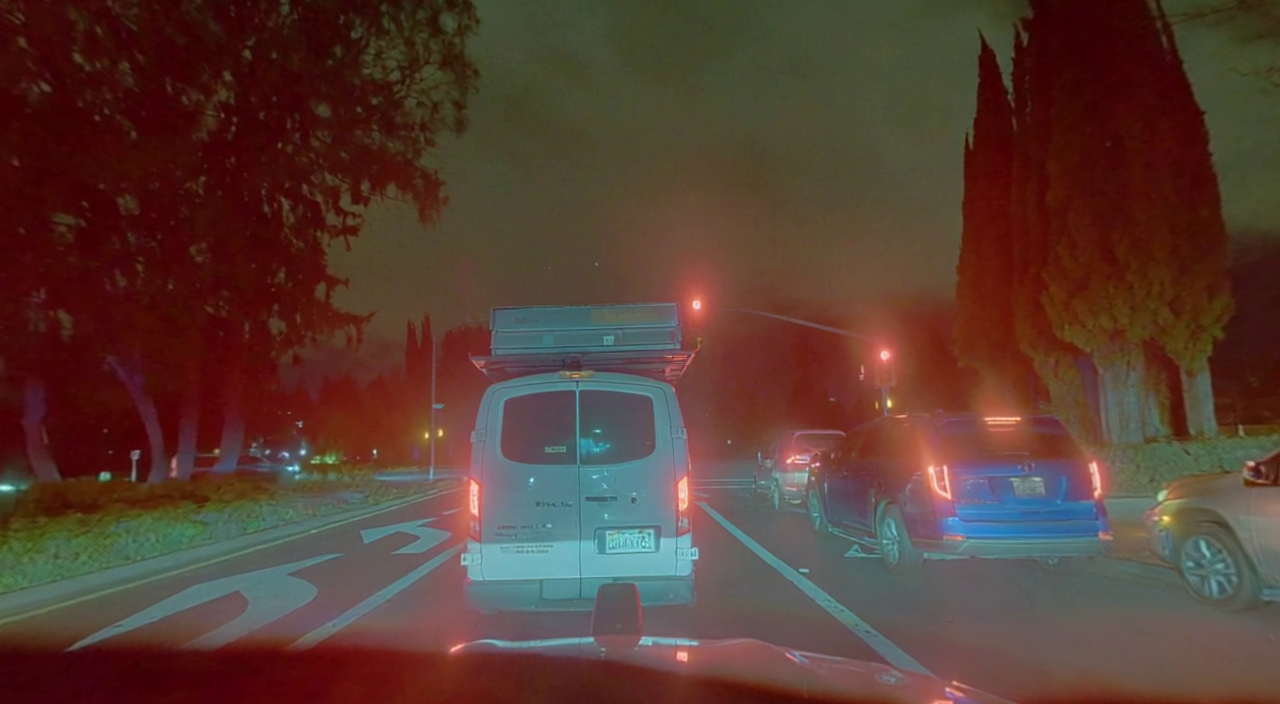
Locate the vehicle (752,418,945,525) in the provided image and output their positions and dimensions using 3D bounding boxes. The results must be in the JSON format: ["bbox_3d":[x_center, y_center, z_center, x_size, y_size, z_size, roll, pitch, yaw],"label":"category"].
[{"bbox_3d":[3.718,2.224,12.269,2.024,1.692,4.252,1,-9,-4],"label":"vehicle"}]

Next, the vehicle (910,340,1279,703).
[{"bbox_3d":[3.452,0.938,3.416,1.965,1.671,4.146,0,-9,-3],"label":"vehicle"}]

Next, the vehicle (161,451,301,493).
[{"bbox_3d":[-19.786,5.810,30.906,5.241,1.894,2.257,3,-9,-20],"label":"vehicle"}]

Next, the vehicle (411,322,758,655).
[{"bbox_3d":[-0.356,1.155,6.187,2.145,2.089,4.309,0,-9,0],"label":"vehicle"}]
